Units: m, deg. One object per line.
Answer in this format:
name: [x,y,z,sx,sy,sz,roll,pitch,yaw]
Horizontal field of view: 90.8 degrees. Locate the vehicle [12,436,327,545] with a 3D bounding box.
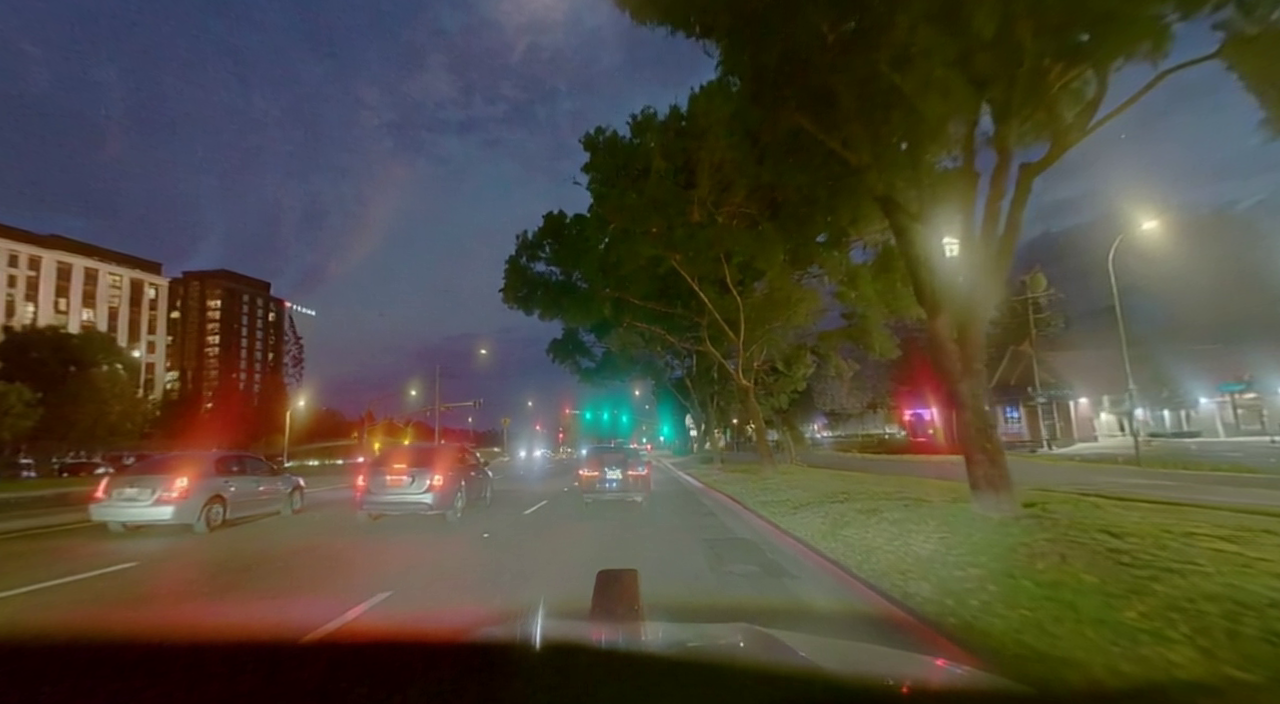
vehicle: [-7.528,2.227,10.897,1.906,1.449,4.576,0,-9,0]

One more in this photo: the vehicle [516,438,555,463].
vehicle: [-7.524,7.140,45.945,2.023,1.737,4.569,0,-9,1]

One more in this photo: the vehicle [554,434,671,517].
vehicle: [-0.537,2.546,13.584,2.099,1.469,4.389,0,-9,-1]

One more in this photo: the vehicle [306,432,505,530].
vehicle: [-4.178,2.373,12.281,2.032,1.515,4.641,0,-9,1]
